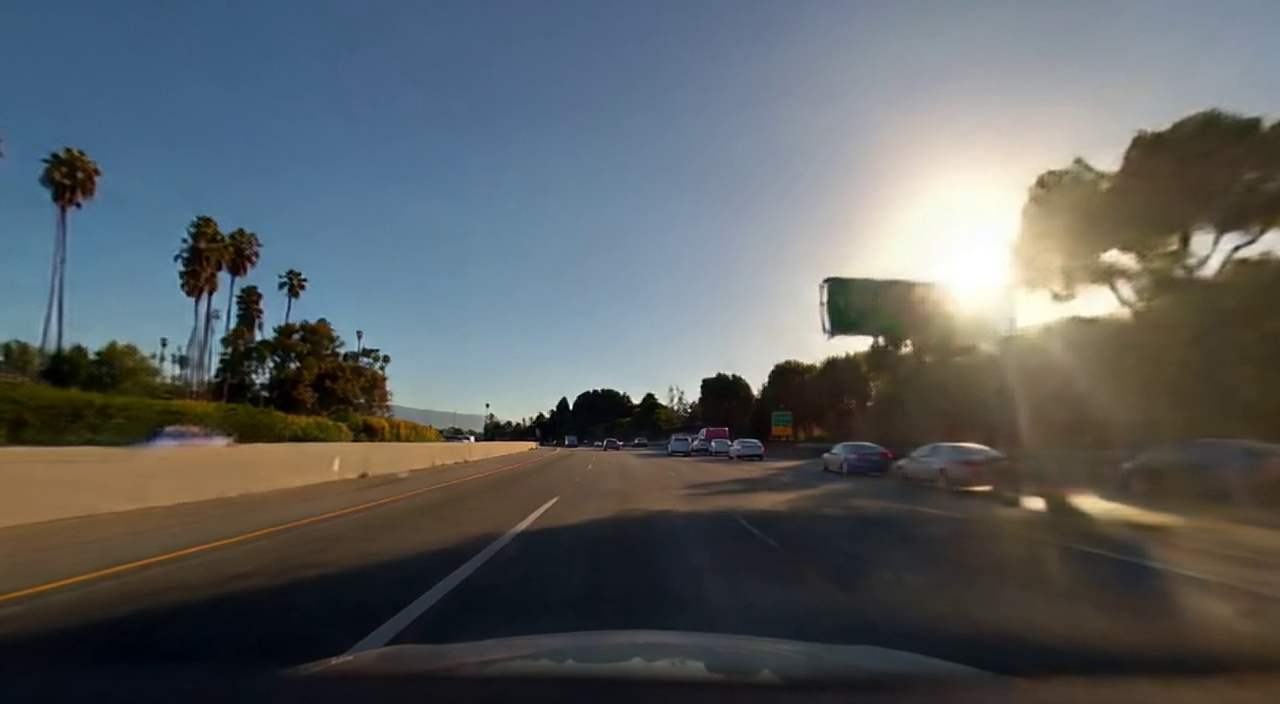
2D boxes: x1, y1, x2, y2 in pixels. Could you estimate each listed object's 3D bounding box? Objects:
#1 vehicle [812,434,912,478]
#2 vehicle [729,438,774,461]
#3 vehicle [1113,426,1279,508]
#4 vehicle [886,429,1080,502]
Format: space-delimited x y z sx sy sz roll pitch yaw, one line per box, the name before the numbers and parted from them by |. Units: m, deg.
vehicle | 8.185 3.882 23.823 1.947 1.452 4.696 0 -8 -2
vehicle | 7.494 6.589 42.844 1.922 1.456 4.626 0 -8 -3
vehicle | 12.561 2.313 13.020 1.846 1.480 4.752 0 -8 -1
vehicle | 8.003 2.682 15.364 2.110 1.481 4.511 0 -8 -1
